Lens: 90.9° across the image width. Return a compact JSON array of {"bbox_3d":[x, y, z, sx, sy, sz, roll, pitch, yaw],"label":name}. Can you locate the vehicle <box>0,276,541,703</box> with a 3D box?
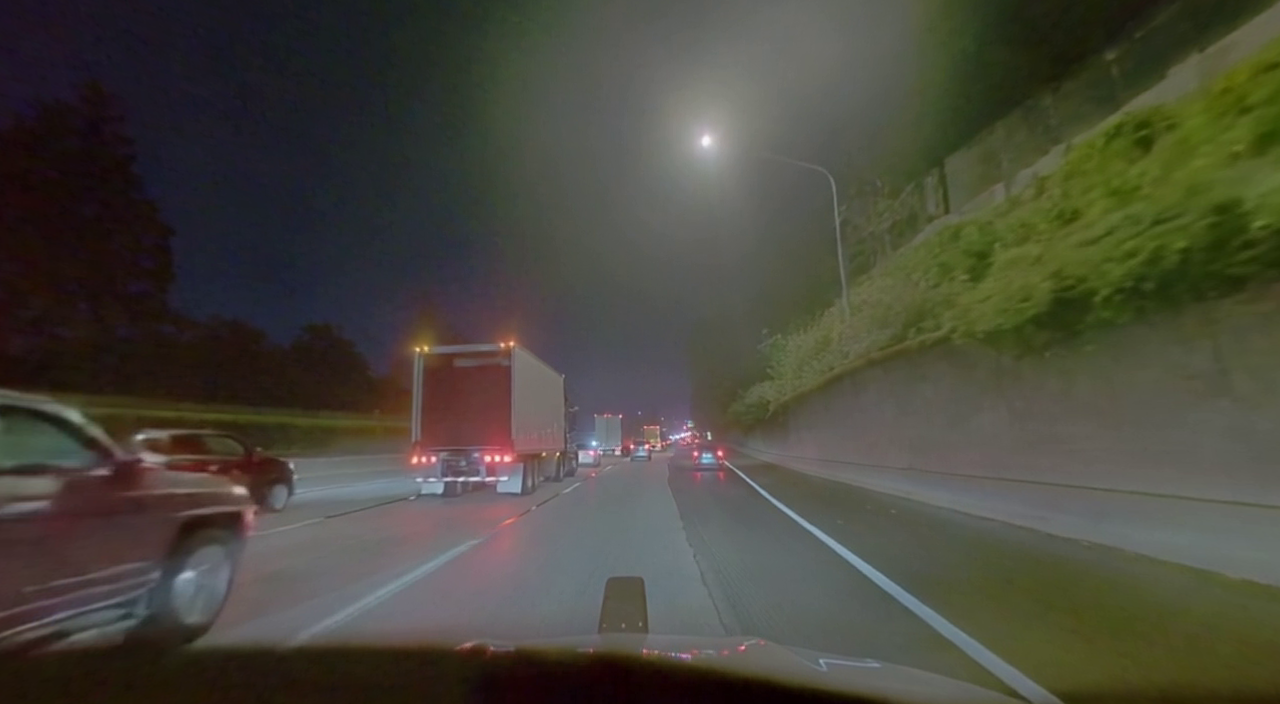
[{"bbox_3d":[-3.957,1.512,7.835,3.050,1.964,15.030,0,-8,0],"label":"vehicle"}]

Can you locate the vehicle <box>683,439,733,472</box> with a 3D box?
[{"bbox_3d":[3.166,4.934,30.258,2.176,1.493,3.955,-1,-8,3],"label":"vehicle"}]
